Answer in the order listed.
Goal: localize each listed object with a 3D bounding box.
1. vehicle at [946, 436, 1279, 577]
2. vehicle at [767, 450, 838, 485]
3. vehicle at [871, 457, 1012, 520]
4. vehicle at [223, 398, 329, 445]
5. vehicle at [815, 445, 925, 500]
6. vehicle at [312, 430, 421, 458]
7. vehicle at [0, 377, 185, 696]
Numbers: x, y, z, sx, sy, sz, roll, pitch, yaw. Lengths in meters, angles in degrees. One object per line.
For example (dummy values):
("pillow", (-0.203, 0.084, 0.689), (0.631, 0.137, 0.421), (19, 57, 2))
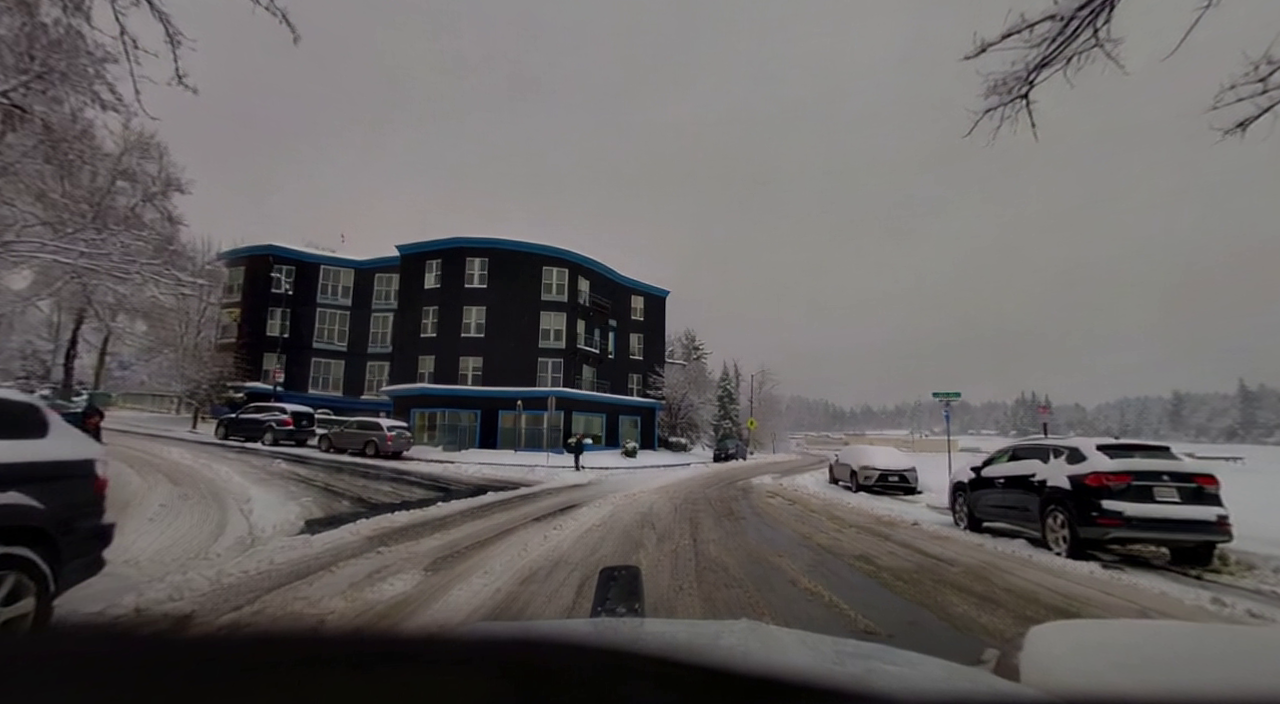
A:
("vehicle", (7.509, 2.382, 10.755), (2.181, 1.792, 5.066), (0, -9, 2))
("vehicle", (7.863, 5.621, 31.123), (2.122, 1.554, 4.777), (0, -9, -1))
("vehicle", (7.825, 3.551, 16.927), (1.900, 1.368, 4.176), (-1, -9, 3))
("vehicle", (-18.701, 3.586, 32.463), (4.598, 1.645, 2.019), (7, -6, 20))
("vehicle", (7.936, 4.171, 22.367), (1.917, 1.704, 4.840), (0, -9, -2))
("vehicle", (-13.578, 4.627, 31.646), (4.603, 1.335, 1.889), (1, -9, -8))
("vehicle", (-4.471, 0.834, 2.264), (2.285, 1.712, 5.200), (1, -9, -7))
